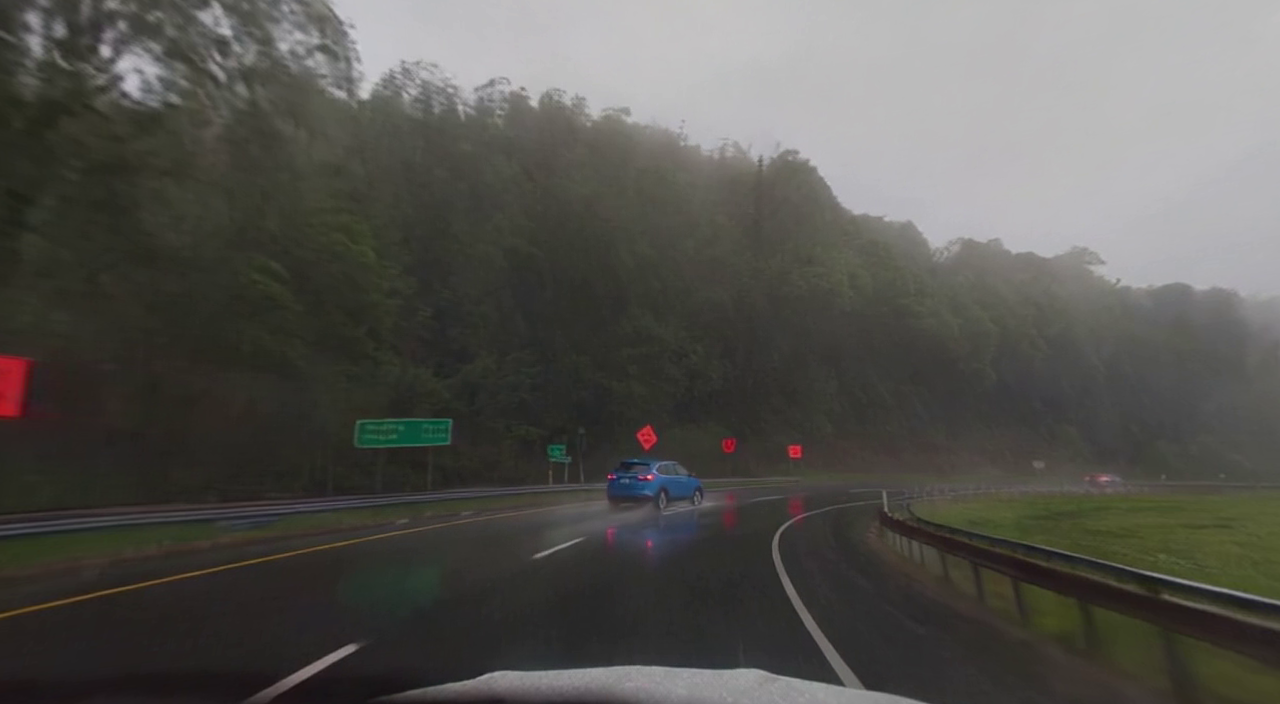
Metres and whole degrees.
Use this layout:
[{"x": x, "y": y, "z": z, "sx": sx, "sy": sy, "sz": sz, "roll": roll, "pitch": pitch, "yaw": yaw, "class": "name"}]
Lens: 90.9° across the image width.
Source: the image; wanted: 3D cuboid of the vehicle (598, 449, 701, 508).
[{"x": 0.457, "y": 4.101, "z": 20.661, "sx": 1.997, "sy": 1.692, "sz": 4.422, "roll": -3, "pitch": -11, "yaw": 20, "class": "vehicle"}]

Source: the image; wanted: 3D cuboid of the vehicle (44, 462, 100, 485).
[{"x": -39.898, "y": 8.531, "z": 44.361, "sx": 1.758, "sy": 1.470, "sz": 3.823, "roll": 5, "pitch": -11, "yaw": -25, "class": "vehicle"}]
